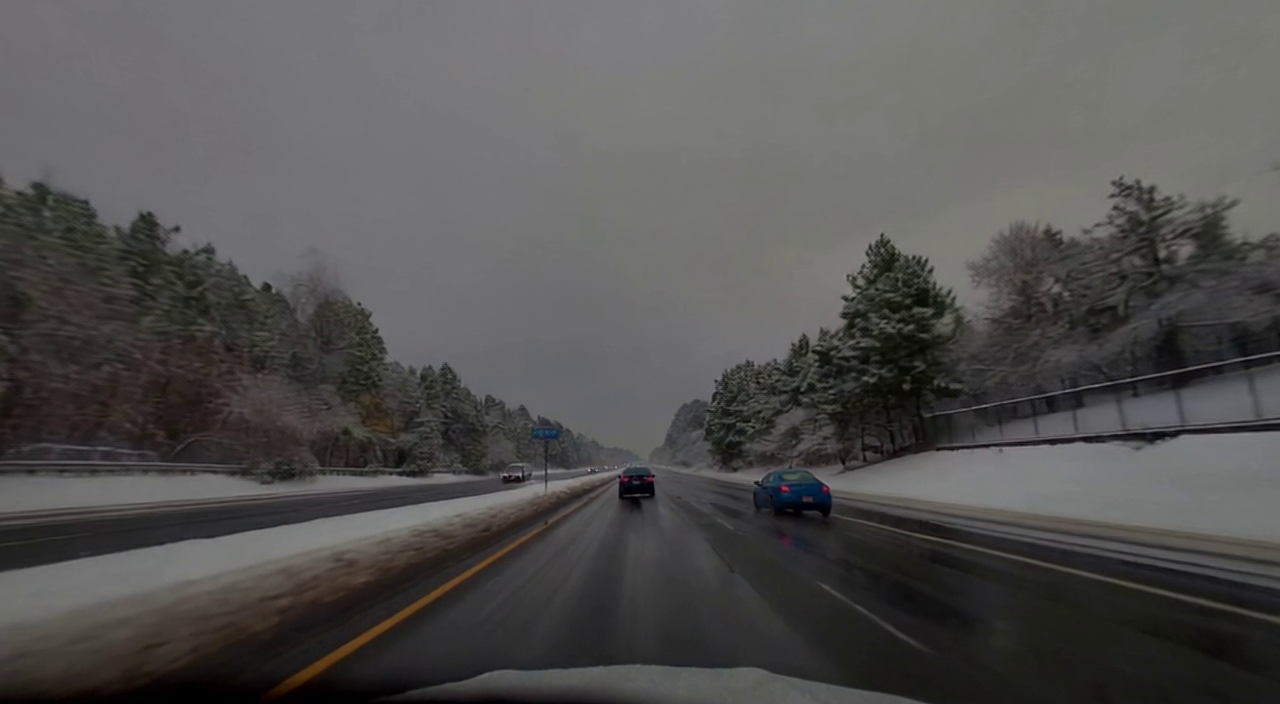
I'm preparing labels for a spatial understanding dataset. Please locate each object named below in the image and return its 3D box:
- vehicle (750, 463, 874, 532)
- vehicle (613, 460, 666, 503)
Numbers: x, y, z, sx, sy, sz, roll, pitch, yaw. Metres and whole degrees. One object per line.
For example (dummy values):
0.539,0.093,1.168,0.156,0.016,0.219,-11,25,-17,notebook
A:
4.185,3.626,16.105,1.938,1.494,4.032,1,-11,-1,vehicle
-0.027,5.334,26.163,2.037,1.605,3.833,1,-11,0,vehicle
